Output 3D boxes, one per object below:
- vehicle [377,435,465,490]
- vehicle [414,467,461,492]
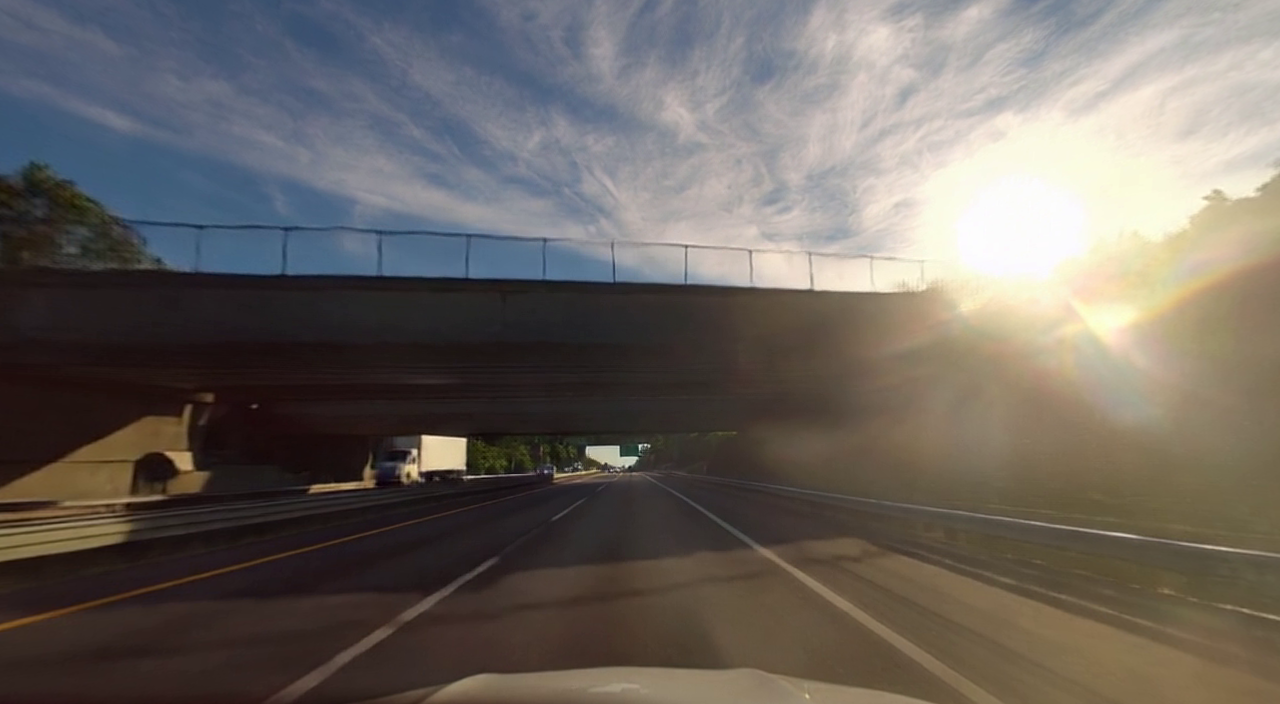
[{"bbox_3d":[-16.585,8.598,48.865,2.932,3.708,10.622,1,-10,0],"label":"vehicle"},{"bbox_3d":[-12.140,7.631,37.919,1.694,1.388,3.382,1,-10,-1],"label":"vehicle"}]
